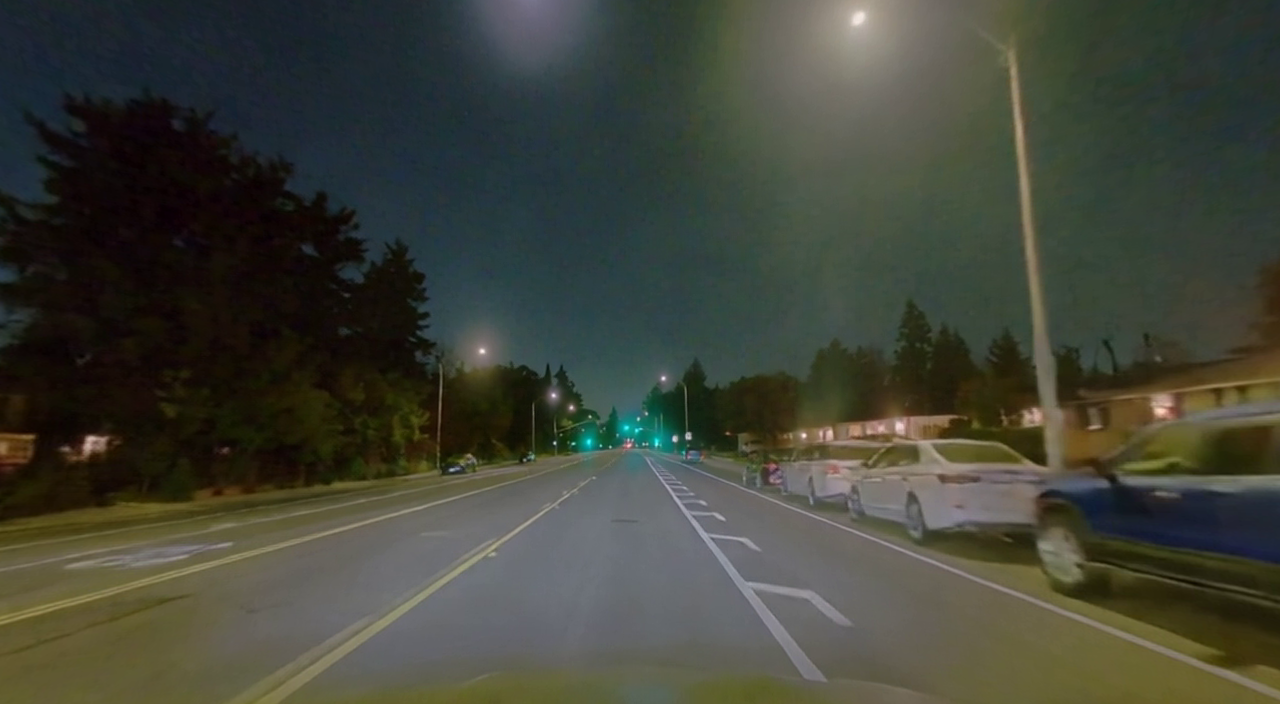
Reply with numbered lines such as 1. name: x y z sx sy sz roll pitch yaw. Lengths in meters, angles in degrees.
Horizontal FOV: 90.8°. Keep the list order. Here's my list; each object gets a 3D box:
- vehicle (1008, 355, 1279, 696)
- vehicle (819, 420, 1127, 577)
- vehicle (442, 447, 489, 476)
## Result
1. vehicle: 4.524 0.949 3.360 2.074 1.838 5.402 1 -8 3
2. vehicle: 4.575 2.079 9.963 1.917 1.664 5.490 3 -9 0
3. vehicle: -12.487 7.820 45.482 2.034 1.646 4.808 -5 -7 -2
